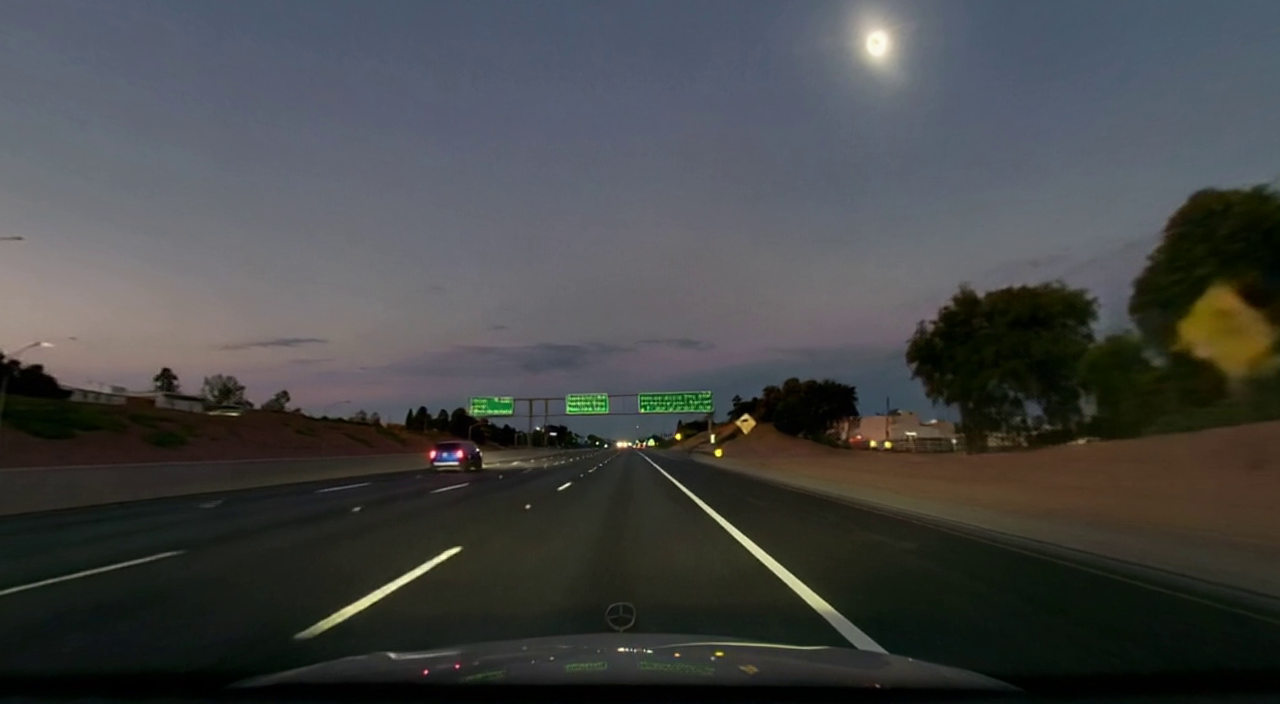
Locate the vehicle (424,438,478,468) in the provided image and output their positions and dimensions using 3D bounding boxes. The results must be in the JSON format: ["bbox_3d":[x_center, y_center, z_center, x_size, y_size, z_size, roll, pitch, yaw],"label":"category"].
[{"bbox_3d":[-11.848,6.345,39.975,2.016,1.754,4.543,0,-8,0],"label":"vehicle"}]
